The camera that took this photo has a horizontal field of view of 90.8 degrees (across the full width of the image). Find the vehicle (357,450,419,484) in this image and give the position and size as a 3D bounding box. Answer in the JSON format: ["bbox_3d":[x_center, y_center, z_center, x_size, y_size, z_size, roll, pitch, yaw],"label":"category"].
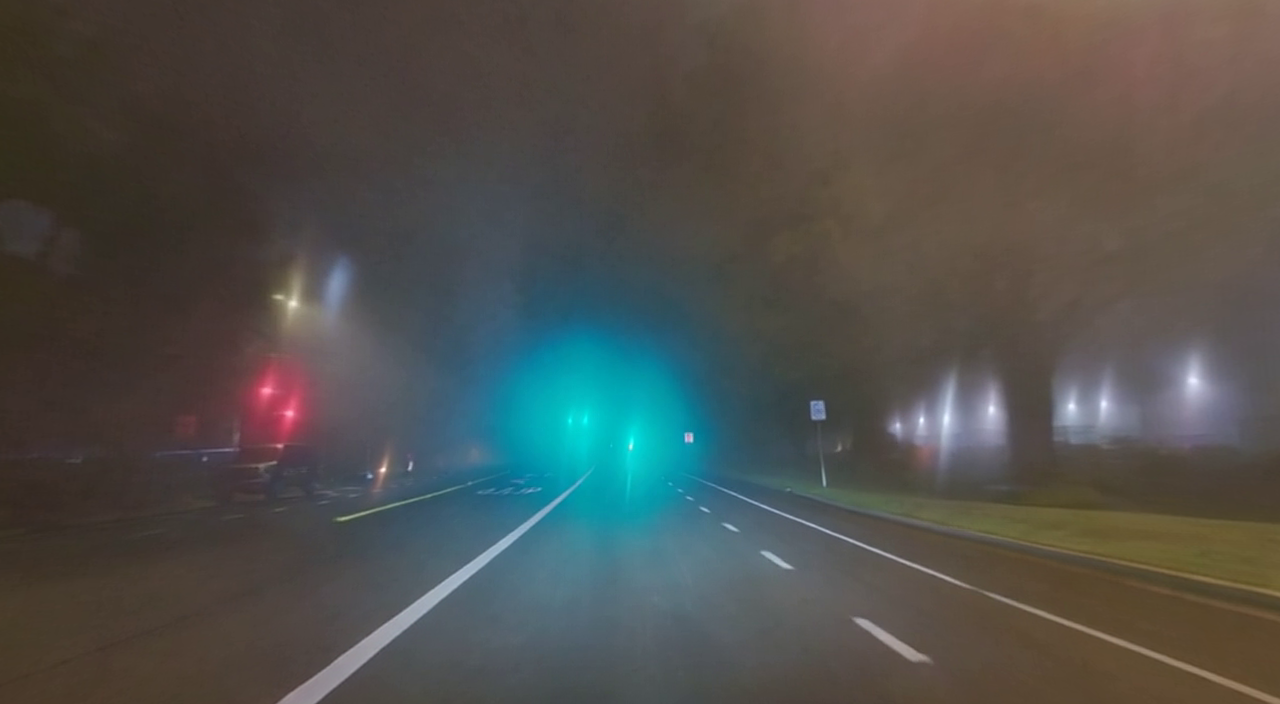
[{"bbox_3d":[-14.437,6.629,36.476,2.090,1.680,4.434,-2,-10,-5],"label":"vehicle"}]

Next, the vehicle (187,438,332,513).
[{"bbox_3d":[-13.284,4.260,22.587,2.314,2.144,5.403,-3,-8,-6],"label":"vehicle"}]
